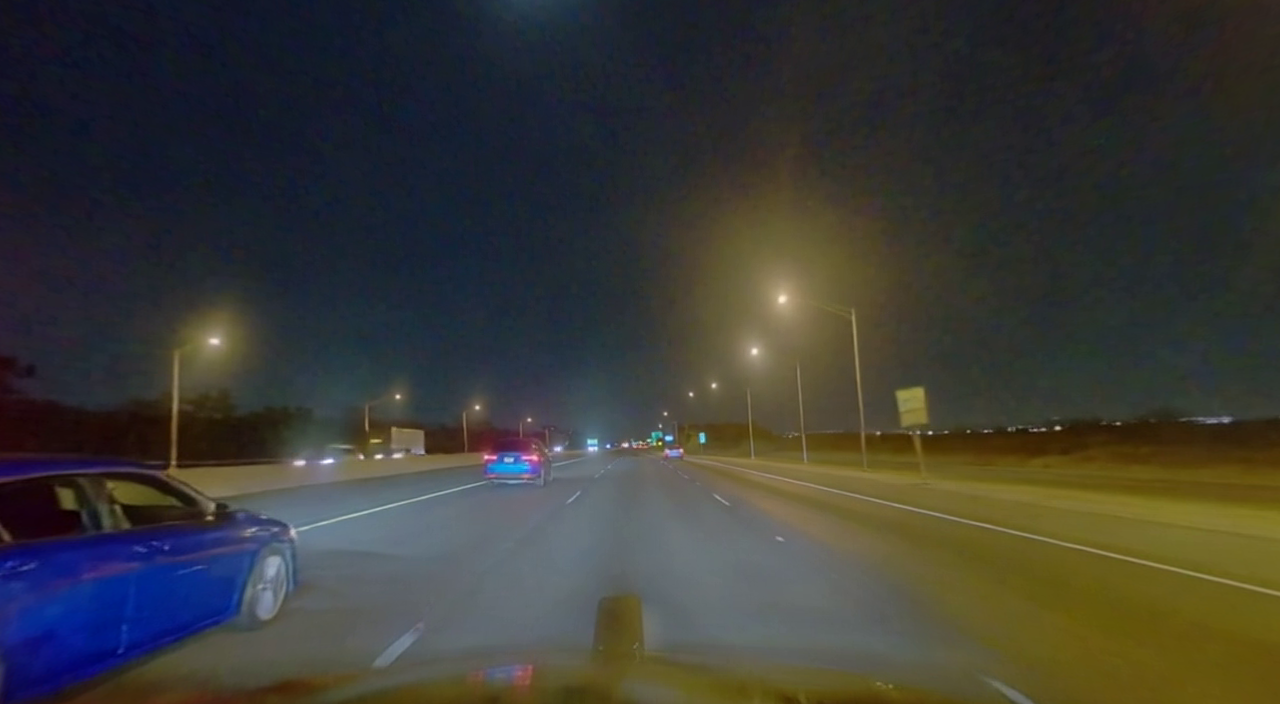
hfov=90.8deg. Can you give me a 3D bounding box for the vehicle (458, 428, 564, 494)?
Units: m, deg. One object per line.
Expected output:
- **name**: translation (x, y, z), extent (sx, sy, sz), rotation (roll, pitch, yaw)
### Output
- **vehicle**: translation (-3.814, 3.333, 19.745), extent (2.205, 1.773, 5.124), rotation (0, -8, 0)

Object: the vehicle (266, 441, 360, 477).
- **vehicle**: translation (-15.418, 5.055, 30.113), extent (1.937, 1.540, 4.778), rotation (0, -8, 0)

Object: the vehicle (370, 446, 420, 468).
- **vehicle**: translation (-17.525, 7.524, 45.442), extent (1.855, 1.491, 4.723), rotation (0, -8, -2)
